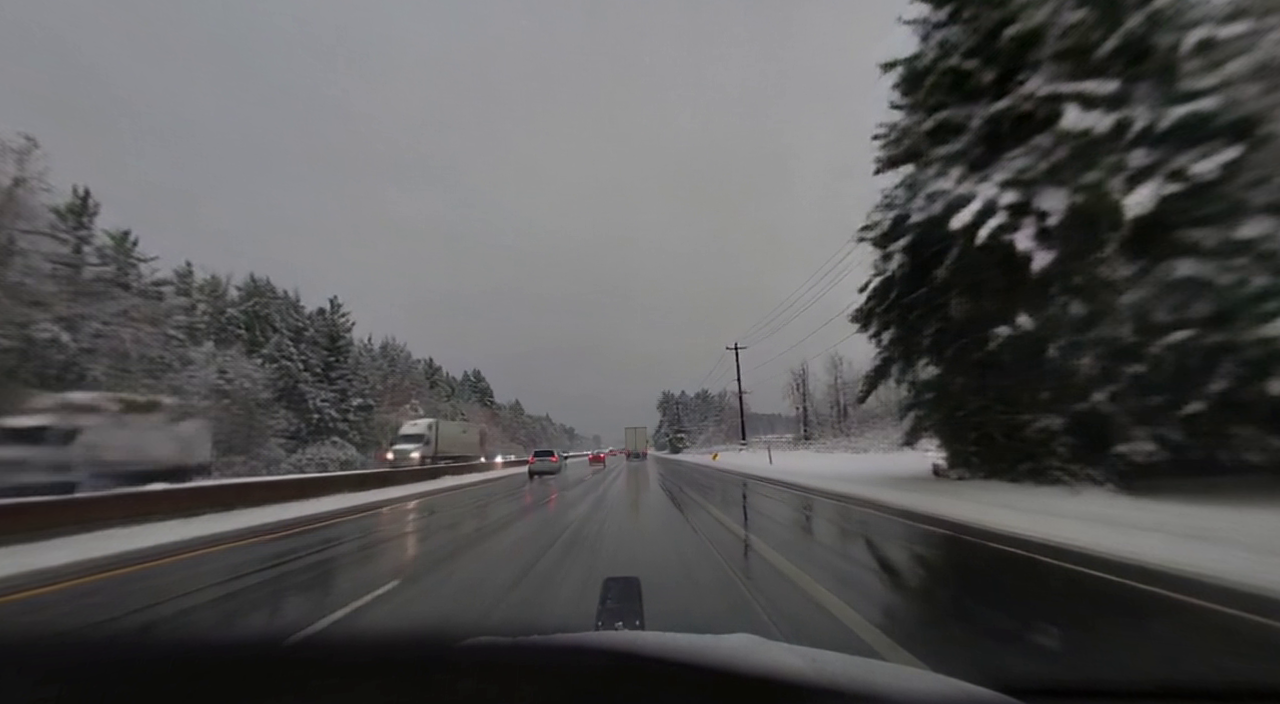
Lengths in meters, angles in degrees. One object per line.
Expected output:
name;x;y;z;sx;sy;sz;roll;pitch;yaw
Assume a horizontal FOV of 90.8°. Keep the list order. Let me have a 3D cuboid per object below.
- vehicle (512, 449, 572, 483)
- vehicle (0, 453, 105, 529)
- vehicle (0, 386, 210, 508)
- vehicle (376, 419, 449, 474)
vehicle;-4.499;5.300;29.628;2.106;1.445;4.404;0;-9;1
vehicle;-13.583;2.836;12.924;1.764;1.486;3.947;0;-9;0
vehicle;-18.303;3.211;21.266;2.744;3.453;6.712;0;-9;0
vehicle;-17.278;7.287;48.483;2.941;3.886;7.160;0;-9;-1
